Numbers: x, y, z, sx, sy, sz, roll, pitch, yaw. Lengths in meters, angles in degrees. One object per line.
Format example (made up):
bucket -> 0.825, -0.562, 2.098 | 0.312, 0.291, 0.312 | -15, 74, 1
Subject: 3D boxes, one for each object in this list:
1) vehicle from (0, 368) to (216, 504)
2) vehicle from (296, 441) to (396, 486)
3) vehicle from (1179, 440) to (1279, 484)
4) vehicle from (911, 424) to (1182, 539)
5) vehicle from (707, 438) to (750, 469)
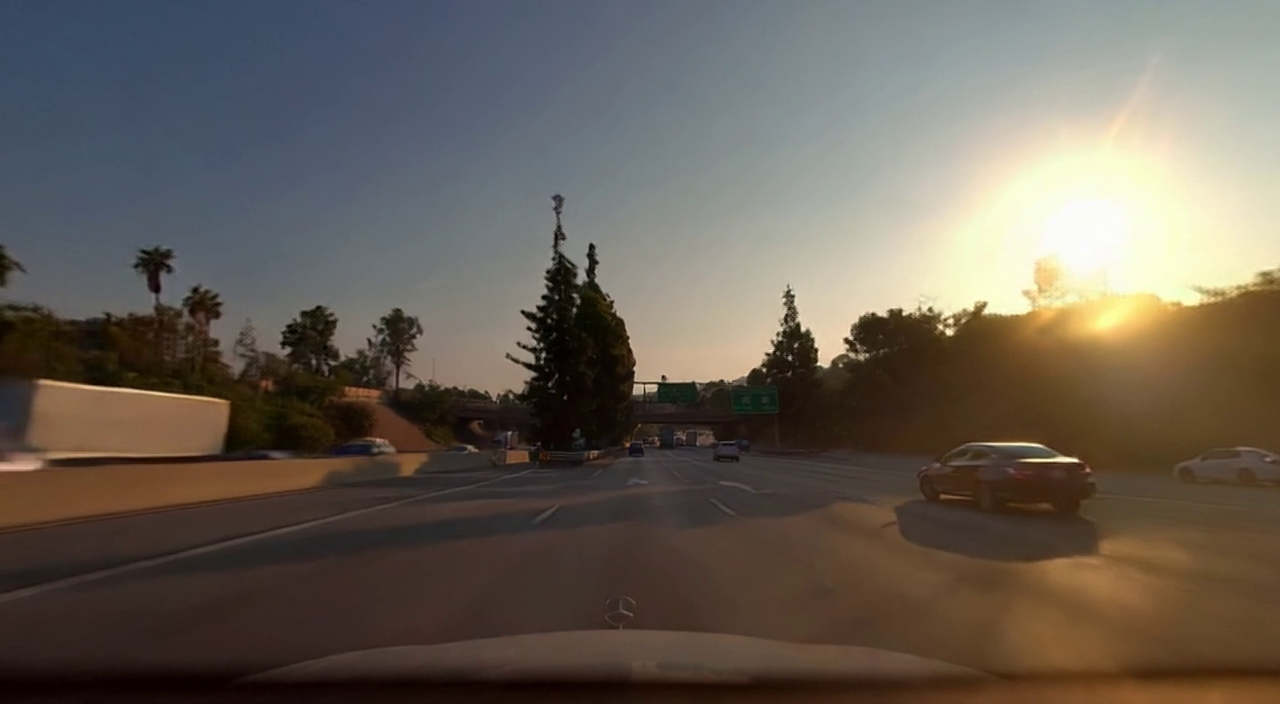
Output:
vehicle -> -19.755, 3.029, 22.144 | 2.957, 3.852, 9.397 | 0, -8, 1
vehicle -> -11.999, 4.543, 26.061 | 1.960, 1.681, 4.480 | 0, -8, 0
vehicle -> 25.110, 4.478, 25.929 | 1.887, 1.642, 4.592 | 0, -8, 3
vehicle -> 6.811, 2.192, 11.298 | 1.902, 1.623, 4.360 | 0, -8, -1
vehicle -> 5.235, 6.067, 37.703 | 2.035, 1.704, 3.867 | 0, -8, 0
